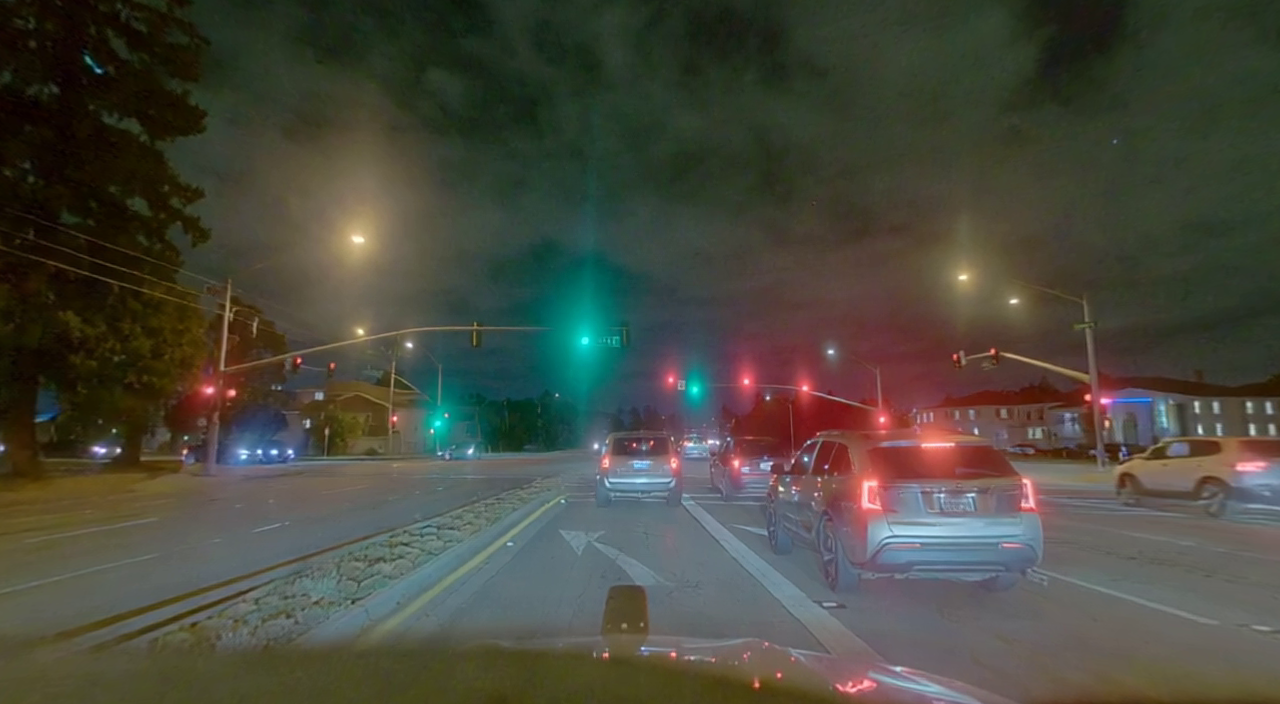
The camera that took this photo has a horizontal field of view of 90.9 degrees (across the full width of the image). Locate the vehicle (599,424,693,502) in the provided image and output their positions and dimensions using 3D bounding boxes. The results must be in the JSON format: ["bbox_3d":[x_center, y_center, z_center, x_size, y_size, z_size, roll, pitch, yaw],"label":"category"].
[{"bbox_3d":[0.071,2.780,16.120,2.099,1.705,4.020,0,-8,-2],"label":"vehicle"}]

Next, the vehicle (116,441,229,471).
[{"bbox_3d":[-26.342,5.879,35.628,4.724,1.630,1.968,0,-8,-3],"label":"vehicle"}]

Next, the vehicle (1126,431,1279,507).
[{"bbox_3d":[16.262,3.124,17.268,2.010,1.796,4.755,0,-8,0],"label":"vehicle"}]

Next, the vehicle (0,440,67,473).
[{"bbox_3d":[-35.041,5.774,34.931,4.465,1.693,1.959,2,-9,-1],"label":"vehicle"}]

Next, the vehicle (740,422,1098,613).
[{"bbox_3d":[2.548,1.626,7.207,2.009,1.480,4.423,0,-8,-1],"label":"vehicle"}]

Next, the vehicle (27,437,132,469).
[{"bbox_3d":[-36.861,6.624,41.526,4.771,1.778,2.032,3,-8,-2],"label":"vehicle"}]
